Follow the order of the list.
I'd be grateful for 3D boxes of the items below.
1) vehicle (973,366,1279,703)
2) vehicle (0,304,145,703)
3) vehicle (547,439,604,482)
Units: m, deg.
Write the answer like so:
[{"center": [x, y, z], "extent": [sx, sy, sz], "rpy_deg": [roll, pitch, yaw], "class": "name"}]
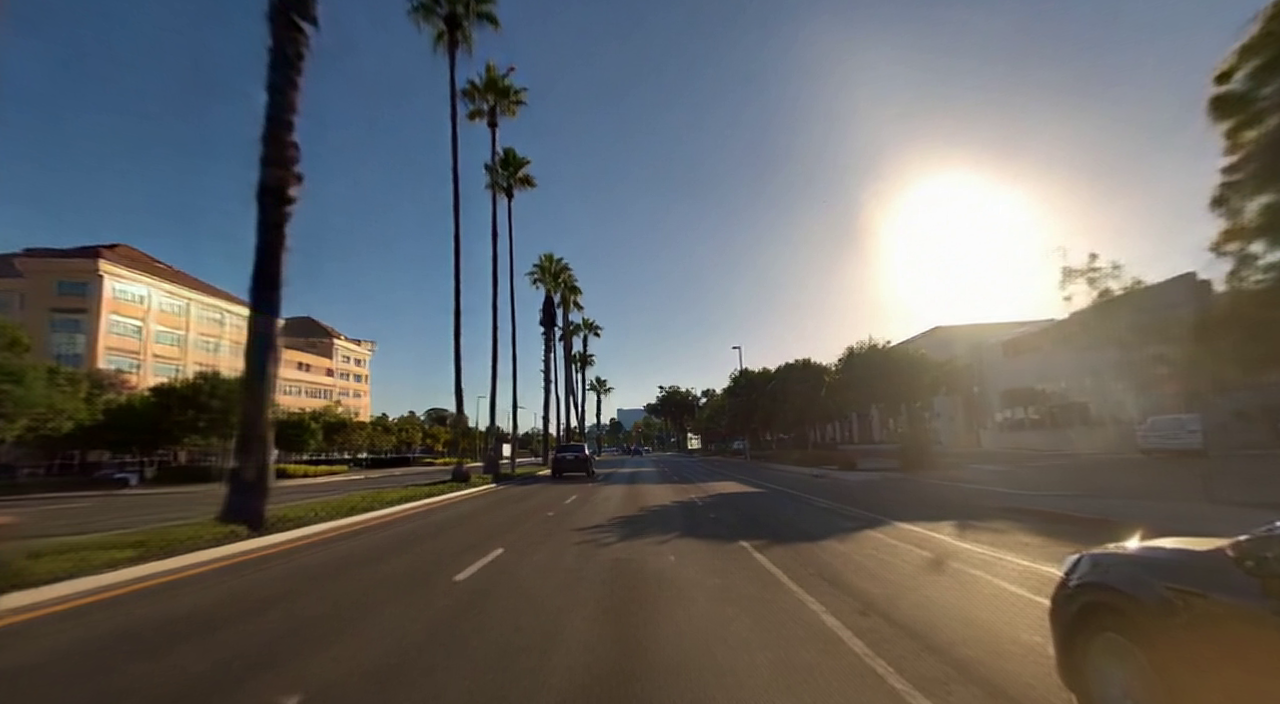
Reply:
[{"center": [2.804, 0.735, 1.340], "extent": [1.946, 1.513, 4.133], "rpy_deg": [0, -8, 1], "class": "vehicle"}, {"center": [-3.185, 0.499, 0.451], "extent": [2.058, 1.804, 4.391], "rpy_deg": [0, -9, 0], "class": "vehicle"}, {"center": [-2.816, 4.821, 28.355], "extent": [1.998, 1.743, 4.402], "rpy_deg": [0, -8, 1], "class": "vehicle"}]
